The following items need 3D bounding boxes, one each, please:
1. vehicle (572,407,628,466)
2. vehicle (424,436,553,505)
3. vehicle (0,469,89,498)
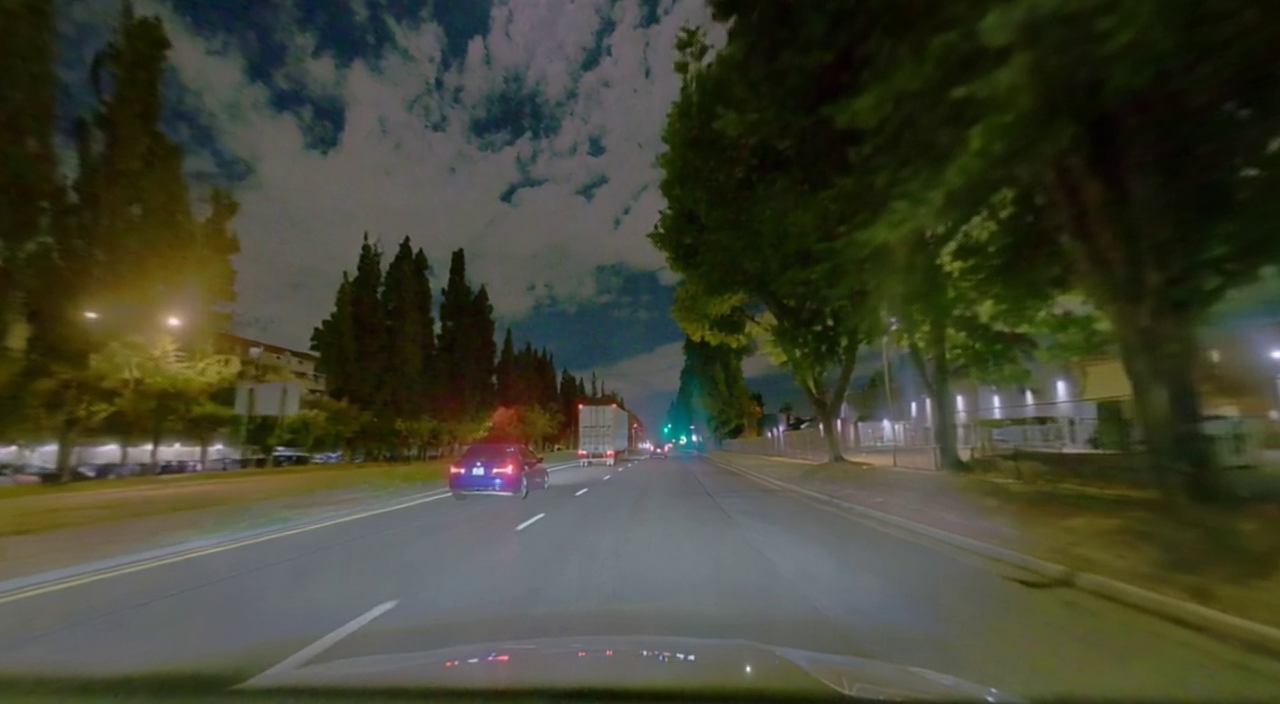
[{"bbox_3d":[-2.333,5.368,39.650,2.746,3.276,8.572,0,-8,1],"label":"vehicle"},{"bbox_3d":[-3.596,2.892,15.922,2.005,1.462,4.345,-1,-8,3],"label":"vehicle"},{"bbox_3d":[-34.099,7.425,35.654,4.356,1.457,1.759,-1,-8,5],"label":"vehicle"}]
